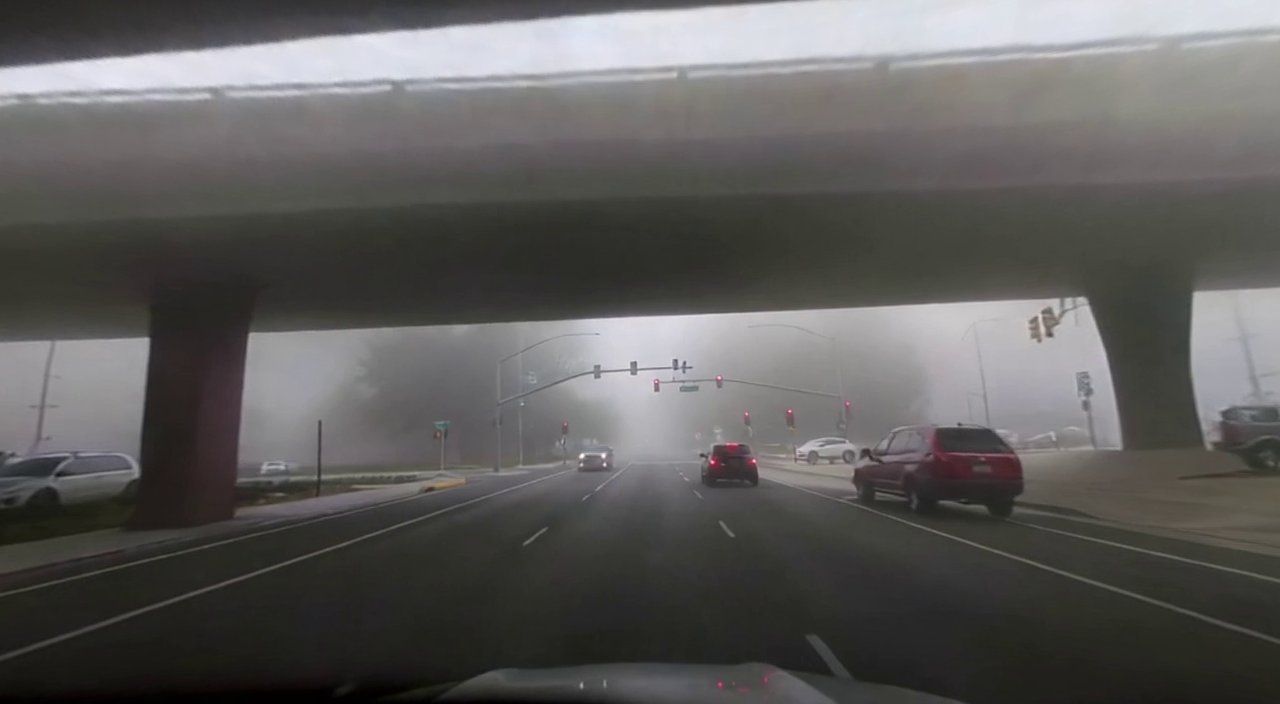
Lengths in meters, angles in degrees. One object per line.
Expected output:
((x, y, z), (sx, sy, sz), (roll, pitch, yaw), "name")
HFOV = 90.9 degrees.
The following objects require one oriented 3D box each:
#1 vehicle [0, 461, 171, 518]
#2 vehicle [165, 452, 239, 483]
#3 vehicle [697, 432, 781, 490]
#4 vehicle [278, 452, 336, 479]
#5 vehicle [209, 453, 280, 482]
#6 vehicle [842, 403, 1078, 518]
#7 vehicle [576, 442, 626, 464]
((-17.749, 4.322, 20.232), (1.985, 1.505, 4.275), (-1, -8, 2), "vehicle")
((-29.846, 7.858, 43.174), (1.811, 1.942, 4.376), (-1, -8, 1), "vehicle")
((2.898, 3.286, 19.342), (1.947, 1.576, 3.825), (0, -8, 0), "vehicle")
((-22.727, 7.719, 43.194), (1.757, 1.699, 3.854), (-1, -8, 2), "vehicle")
((-27.081, 7.862, 43.380), (1.807, 1.795, 4.566), (0, -8, 1), "vehicle")
((6.879, 2.444, 14.676), (2.433, 2.116, 5.789), (0, -8, 0), "vehicle")
((-2.937, 7.450, 46.622), (2.099, 1.562, 4.037), (5, -10, -31), "vehicle")
